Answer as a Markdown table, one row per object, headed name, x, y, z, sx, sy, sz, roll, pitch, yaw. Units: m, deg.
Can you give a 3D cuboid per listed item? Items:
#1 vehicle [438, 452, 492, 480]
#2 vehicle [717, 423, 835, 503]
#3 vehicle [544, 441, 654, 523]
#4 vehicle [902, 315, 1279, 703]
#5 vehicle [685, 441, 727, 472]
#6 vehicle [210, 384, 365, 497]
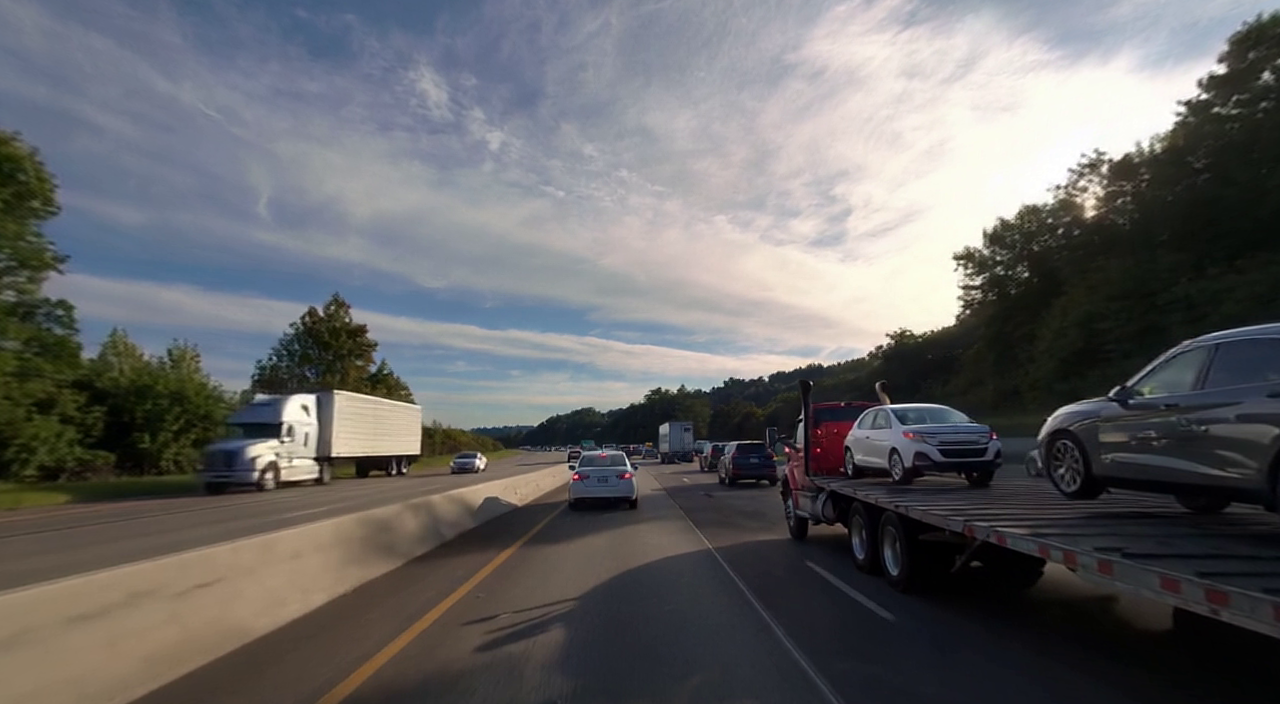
| name | x | y | z | sx | sy | sz | roll | pitch | yaw |
| --- | --- | --- | --- | --- | --- | --- | --- | --- | --- |
| vehicle | -11.032 | 7.210 | 39.990 | 2.221 | 1.639 | 4.105 | 0 | -9 | 0 |
| vehicle | 3.504 | 2.964 | 17.108 | 2.303 | 1.889 | 3.920 | 0 | -9 | 0 |
| vehicle | -0.735 | 2.655 | 13.363 | 1.991 | 1.466 | 3.675 | 0 | -9 | 0 |
| vehicle | 3.470 | 0.947 | 3.659 | 1.959 | 1.783 | 4.407 | 0 | -9 | 0 |
| vehicle | 3.795 | 6.088 | 36.720 | 1.938 | 1.660 | 4.223 | 0 | -9 | -1 |
| vehicle | -15.393 | 3.981 | 28.204 | 3.230 | 4.500 | 5.937 | 0 | -9 | 1 |
